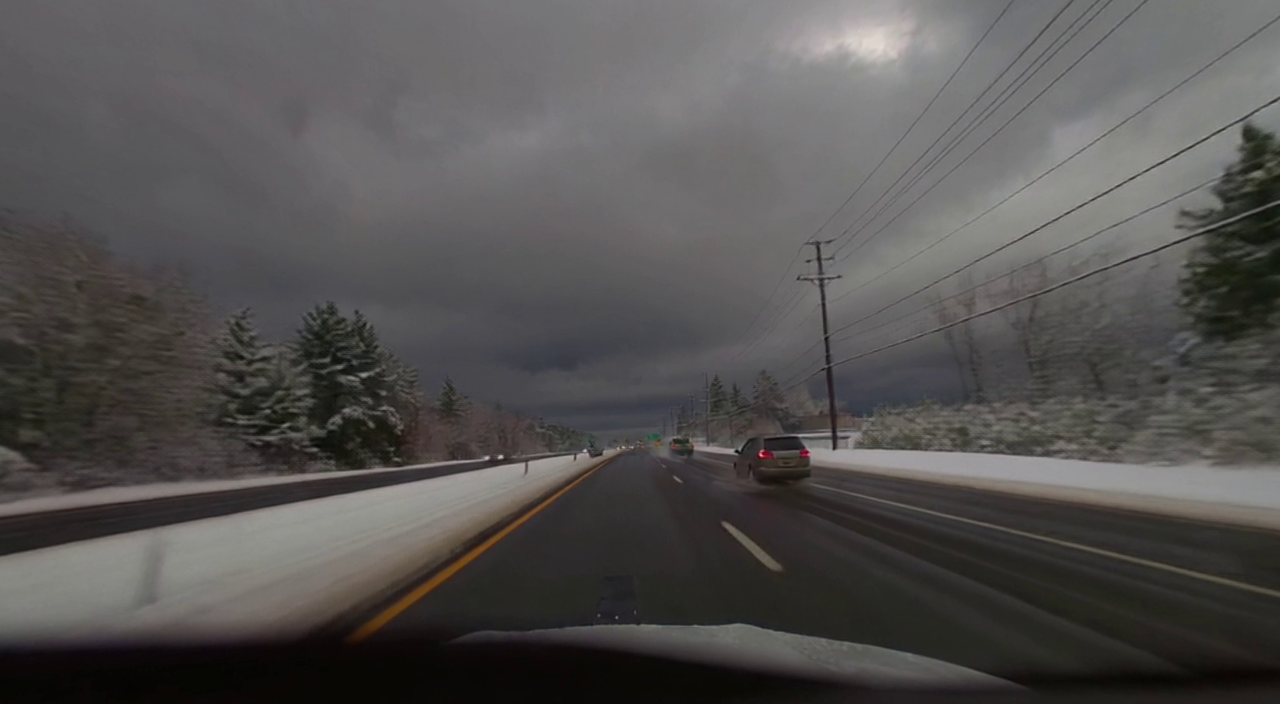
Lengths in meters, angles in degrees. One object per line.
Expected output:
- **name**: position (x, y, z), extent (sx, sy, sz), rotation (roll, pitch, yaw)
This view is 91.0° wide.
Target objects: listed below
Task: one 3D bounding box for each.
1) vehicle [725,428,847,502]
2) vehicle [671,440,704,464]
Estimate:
- **vehicle**: position (3.523, 2.807, 16.139), extent (1.977, 1.581, 4.428), rotation (-1, -8, -1)
- **vehicle**: position (3.147, 6.739, 42.709), extent (1.868, 1.507, 3.833), rotation (-1, -8, -1)
